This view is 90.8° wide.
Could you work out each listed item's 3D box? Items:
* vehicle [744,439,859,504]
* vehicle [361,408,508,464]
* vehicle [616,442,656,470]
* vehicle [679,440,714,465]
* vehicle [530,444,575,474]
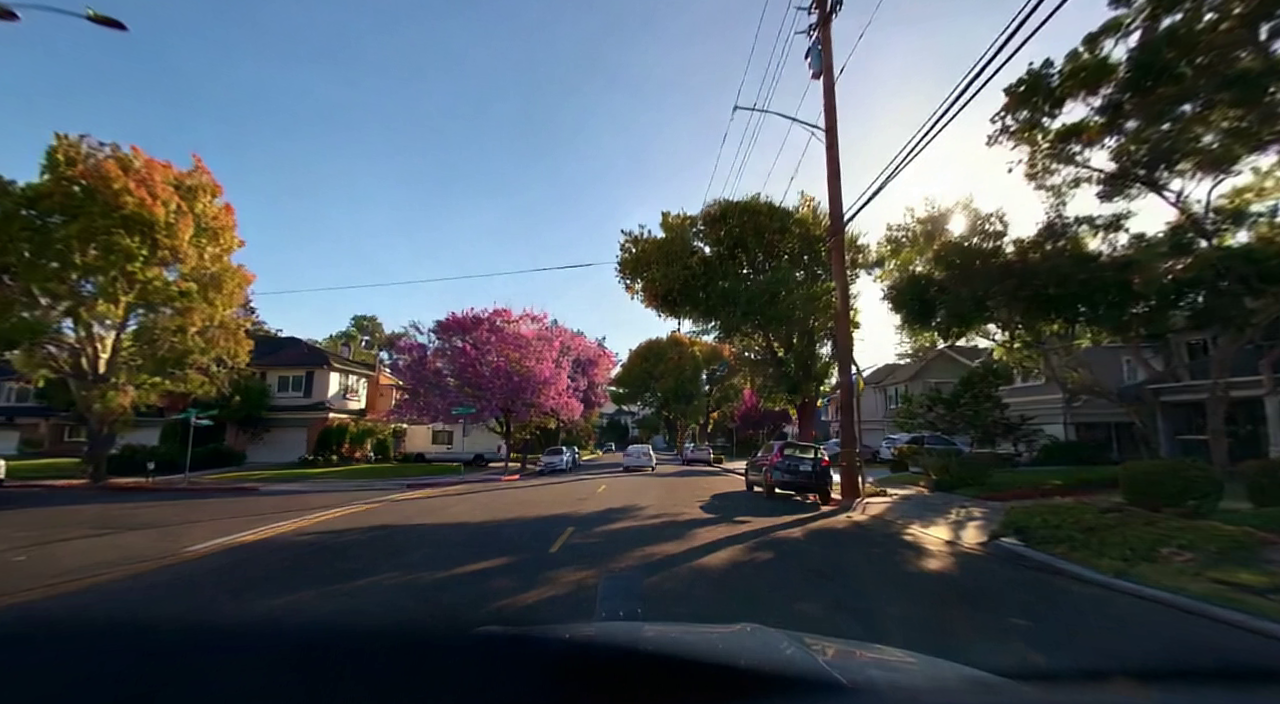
[{"bbox_3d":[4.206,3.168,17.207,2.058,1.535,4.323,0,-8,1],"label":"vehicle"},{"bbox_3d":[-12.954,5.399,40.409,8.239,3.354,2.902,0,-9,1],"label":"vehicle"},{"bbox_3d":[-0.137,5.779,35.448,2.075,1.449,4.526,0,-8,2],"label":"vehicle"},{"bbox_3d":[3.959,7.122,44.970,2.103,1.679,4.386,0,-8,0],"label":"vehicle"},{"bbox_3d":[-4.804,5.919,35.190,1.874,1.413,4.442,0,-7,0],"label":"vehicle"}]
